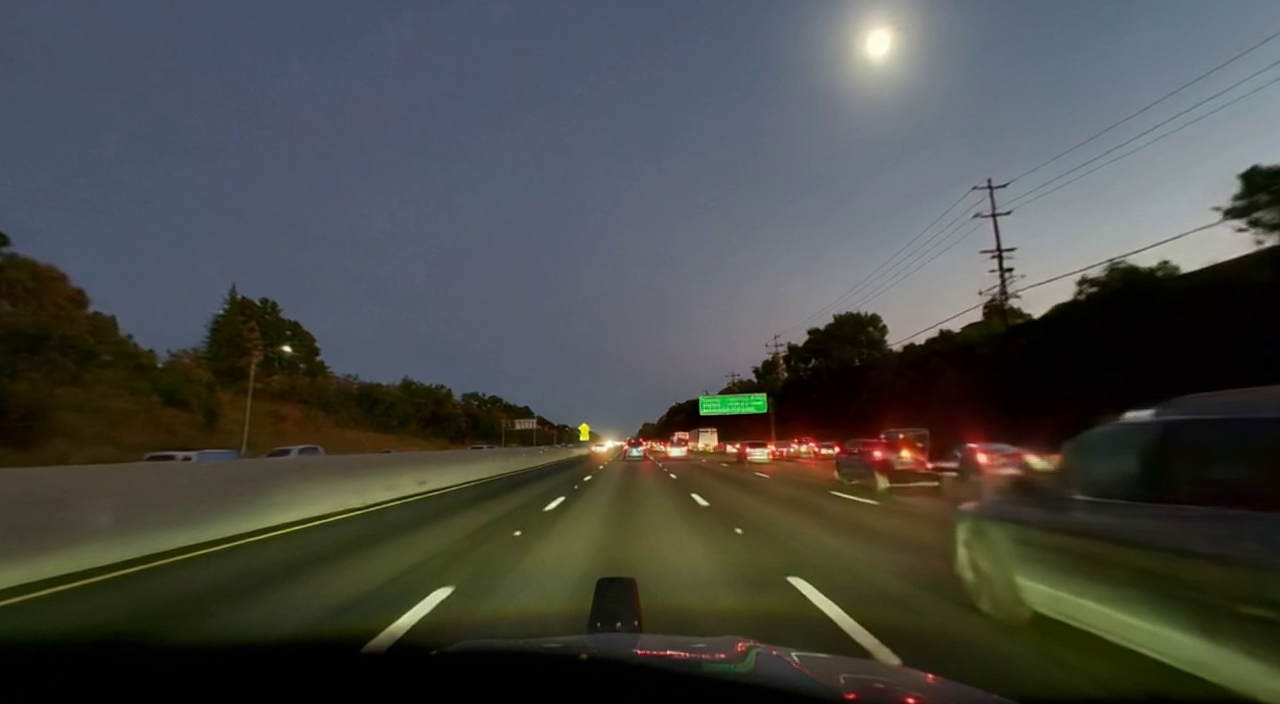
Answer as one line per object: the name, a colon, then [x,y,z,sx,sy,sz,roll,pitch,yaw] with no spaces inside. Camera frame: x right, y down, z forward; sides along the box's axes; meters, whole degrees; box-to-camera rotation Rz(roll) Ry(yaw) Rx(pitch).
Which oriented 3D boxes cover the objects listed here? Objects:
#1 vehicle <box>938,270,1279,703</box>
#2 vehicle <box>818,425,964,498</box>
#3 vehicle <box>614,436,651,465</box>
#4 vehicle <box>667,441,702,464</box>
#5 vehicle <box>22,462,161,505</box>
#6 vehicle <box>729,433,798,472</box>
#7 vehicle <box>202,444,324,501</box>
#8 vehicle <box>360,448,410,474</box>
vehicle: [3.014,0.607,1.462,2.152,1.821,4.853,0,-8,-1]
vehicle: [6.680,2.968,17.419,2.066,1.739,4.493,0,-8,-1]
vehicle: [-0.500,6.536,41.934,2.314,1.796,4.254,0,-8,-1]
vehicle: [2.976,6.893,43.287,1.948,1.476,4.691,0,-8,-2]
vehicle: [-22.815,5.463,26.488,1.795,1.459,4.573,0,-8,-1]
vehicle: [6.214,5.134,32.390,2.145,1.822,4.791,1,-8,-6]
vehicle: [-15.547,4.933,26.390,2.010,2.033,5.111,1,-8,-1]
vehicle: [-19.027,8.100,47.175,1.925,1.810,4.318,0,-8,-1]
